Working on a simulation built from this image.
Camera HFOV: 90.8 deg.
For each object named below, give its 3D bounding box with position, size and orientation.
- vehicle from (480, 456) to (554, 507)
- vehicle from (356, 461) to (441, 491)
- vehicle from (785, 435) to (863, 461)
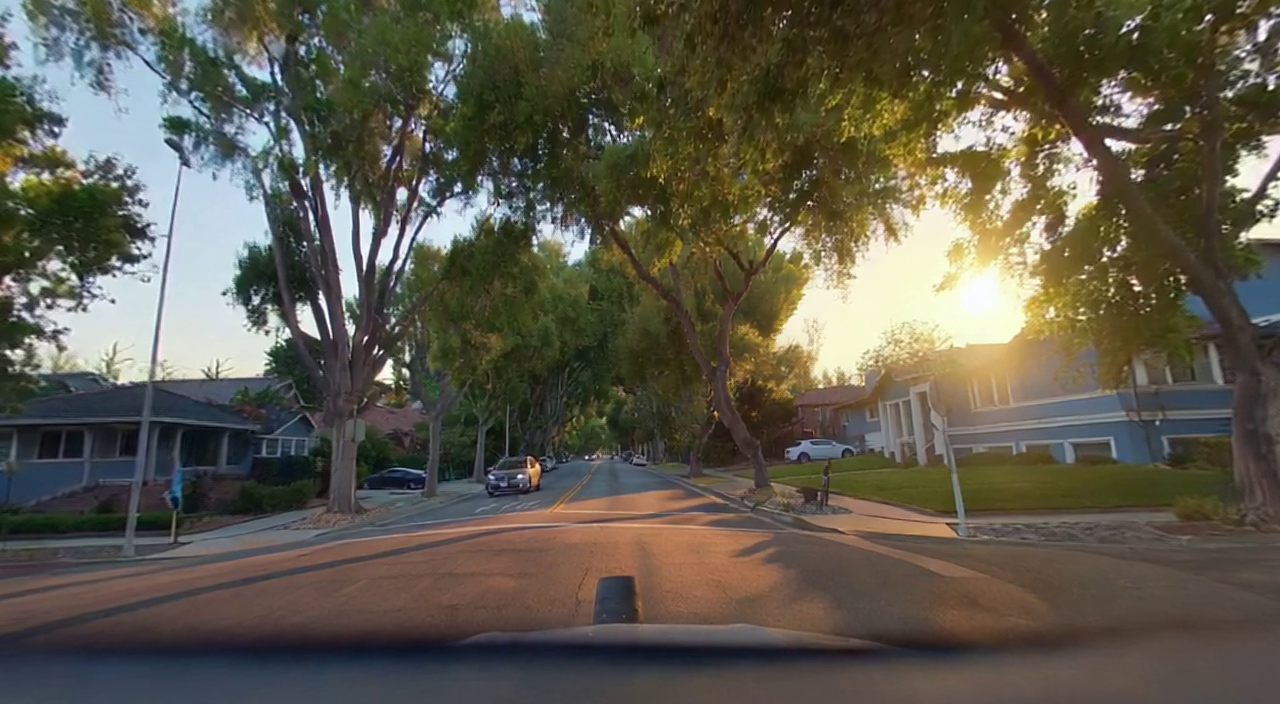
[{"bbox_3d":[-4.562,4.855,24.163,1.973,1.683,4.400,0,-8,-1],"label":"vehicle"},{"bbox_3d":[-14.894,7.720,39.118,4.487,1.464,1.889,-5,-14,7],"label":"vehicle"},{"bbox_3d":[11.356,5.956,39.278,4.389,1.480,2.038,-2,-6,8],"label":"vehicle"}]
